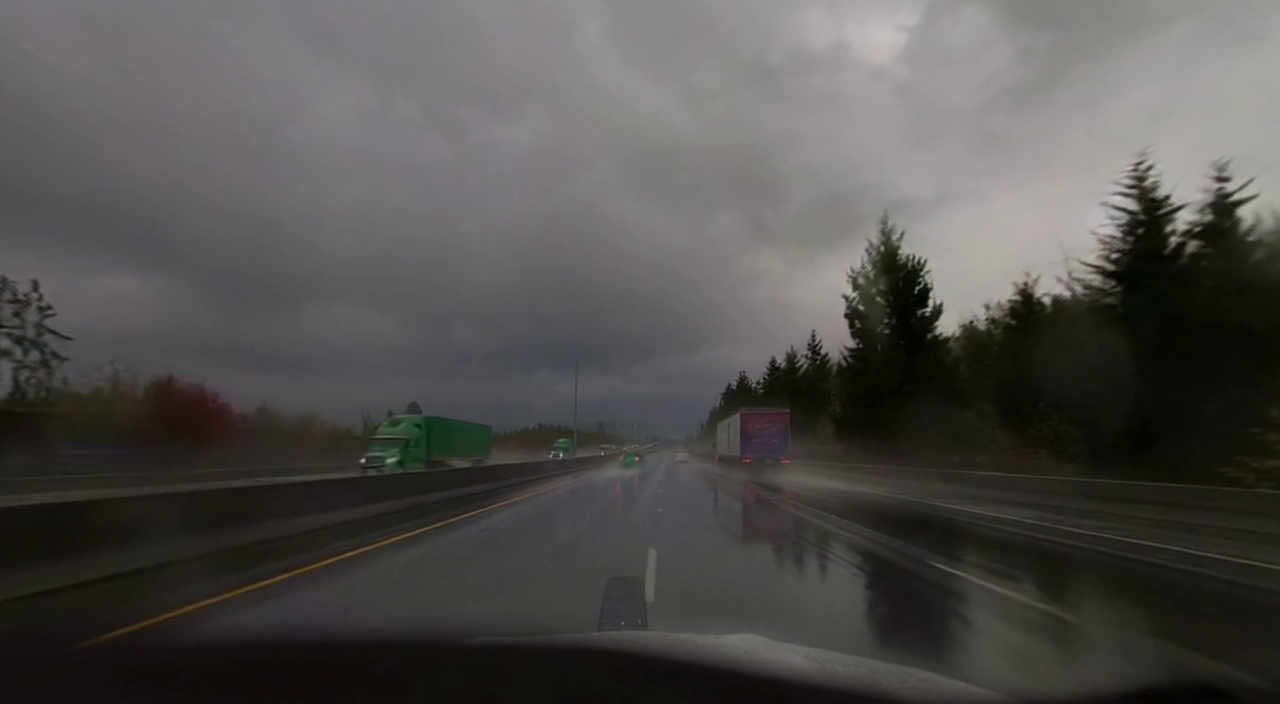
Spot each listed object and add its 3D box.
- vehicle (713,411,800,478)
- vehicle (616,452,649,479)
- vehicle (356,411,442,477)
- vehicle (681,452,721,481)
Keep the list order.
[{"bbox_3d":[7.792,6.730,45.283,3.476,3.855,16.742,0,-9,1],"label":"vehicle"},{"bbox_3d":[-0.416,7.068,39.553,1.960,1.579,4.384,0,-9,1],"label":"vehicle"},{"bbox_3d":[-15.801,6.142,41.861,2.938,4.020,6.109,-1,-9,3],"label":"vehicle"},{"bbox_3d":[3.444,6.525,36.099,1.957,1.541,4.099,0,-9,1],"label":"vehicle"}]
